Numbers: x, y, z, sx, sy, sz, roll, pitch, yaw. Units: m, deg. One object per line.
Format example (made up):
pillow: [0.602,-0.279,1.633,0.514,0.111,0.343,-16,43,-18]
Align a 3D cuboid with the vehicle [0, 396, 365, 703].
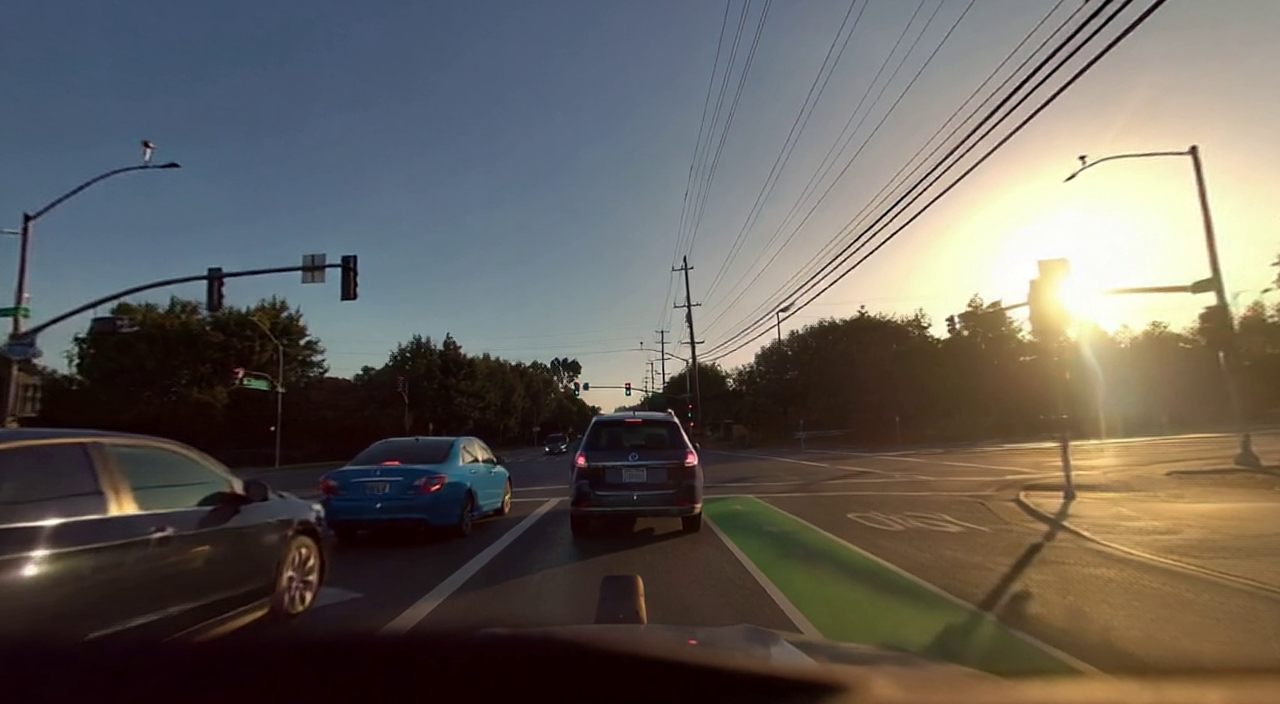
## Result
vehicle: [-3.484,0.979,2.863,2.138,1.488,5.327,0,-7,-1]

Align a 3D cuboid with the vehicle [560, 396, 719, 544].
vehicle: [-0.045,1.934,10.782,2.036,1.885,5.196,0,-9,-1]

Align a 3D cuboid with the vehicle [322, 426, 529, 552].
vehicle: [-2.944,1.975,9.642,1.726,1.506,3.840,0,-9,1]
